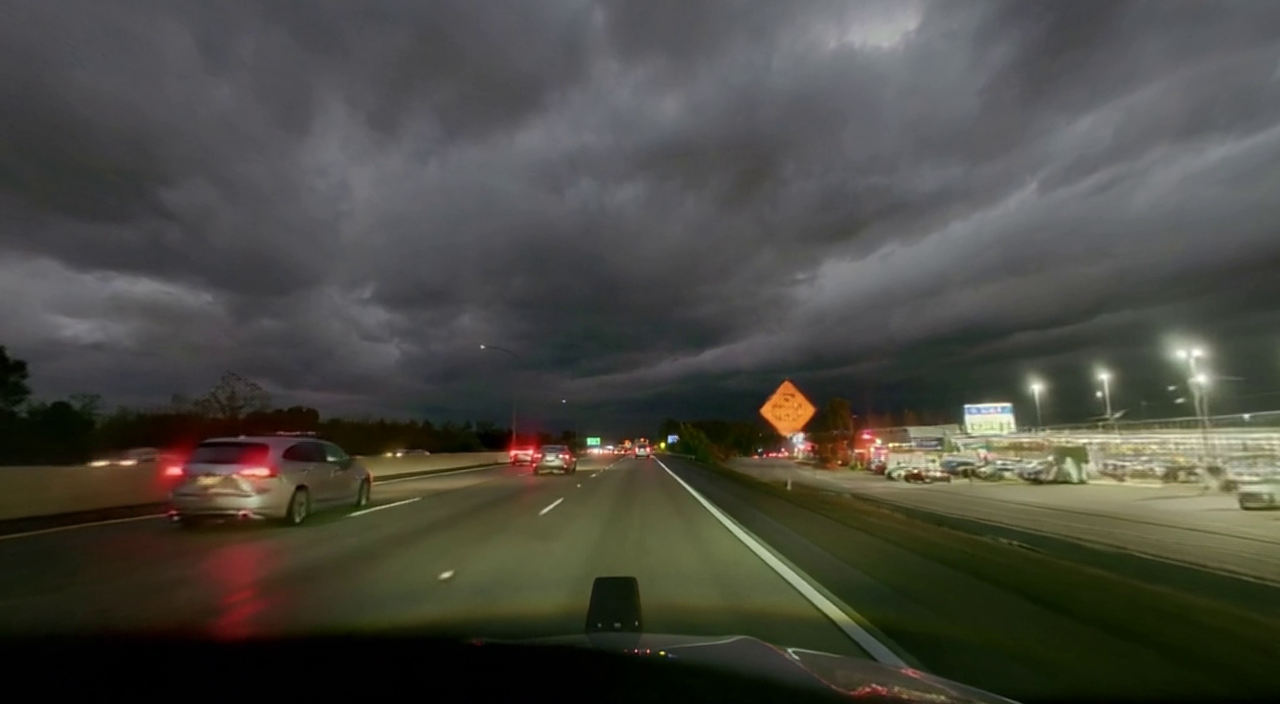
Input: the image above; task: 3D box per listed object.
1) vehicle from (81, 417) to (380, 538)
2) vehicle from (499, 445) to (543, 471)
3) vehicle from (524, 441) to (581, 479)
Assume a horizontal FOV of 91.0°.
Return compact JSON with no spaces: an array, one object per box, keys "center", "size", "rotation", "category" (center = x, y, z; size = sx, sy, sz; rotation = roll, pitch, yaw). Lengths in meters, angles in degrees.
[{"center":[-7.335,2.315,12.299],"size":[2.159,1.807,5.422],"rotation":[0,-9,0],"category":"vehicle"},{"center":[-7.681,6.856,40.914],"size":[1.991,1.538,4.360],"rotation":[0,-9,0],"category":"vehicle"},{"center":[-4.063,5.096,29.984],"size":[2.070,1.665,4.213],"rotation":[0,-9,1],"category":"vehicle"}]
